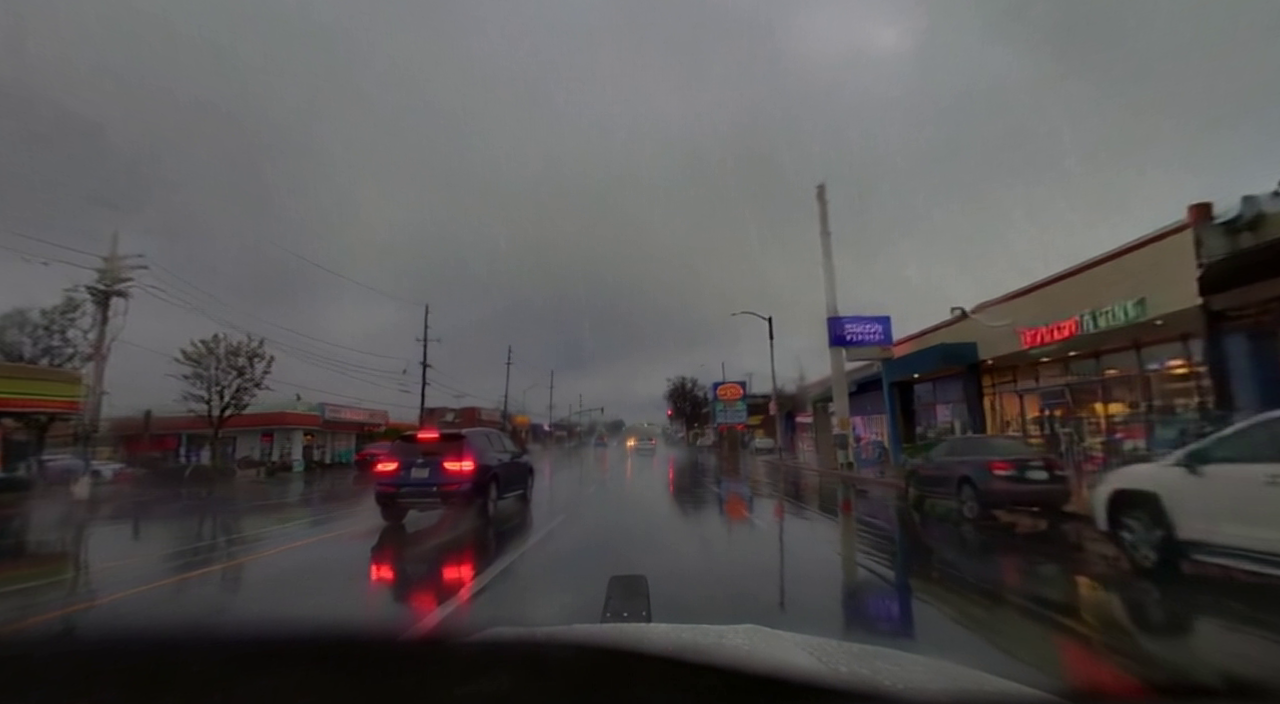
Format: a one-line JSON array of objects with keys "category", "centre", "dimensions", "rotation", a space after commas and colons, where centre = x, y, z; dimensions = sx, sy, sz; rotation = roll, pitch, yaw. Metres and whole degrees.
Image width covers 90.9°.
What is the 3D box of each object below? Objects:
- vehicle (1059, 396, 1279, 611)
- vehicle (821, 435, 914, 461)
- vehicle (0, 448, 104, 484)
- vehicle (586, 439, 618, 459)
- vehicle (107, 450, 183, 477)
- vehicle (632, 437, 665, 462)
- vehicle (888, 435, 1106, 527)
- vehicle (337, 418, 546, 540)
[{"category": "vehicle", "centre": [6.481, 1.304, 5.503], "dimensions": [2.129, 1.802, 5.084], "rotation": [0, -9, 0]}, {"category": "vehicle", "centre": [13.449, 5.703, 37.411], "dimensions": [4.707, 1.485, 1.948], "rotation": [0, -9, -2]}, {"category": "vehicle", "centre": [-31.025, 5.958, 33.130], "dimensions": [4.589, 1.779, 2.154], "rotation": [-3, -9, 20]}, {"category": "vehicle", "centre": [-2.809, 7.270, 47.277], "dimensions": [1.950, 1.450, 4.257], "rotation": [-1, -9, 2]}, {"category": "vehicle", "centre": [-32.318, 7.275, 41.130], "dimensions": [4.435, 1.483, 1.990], "rotation": [-5, -8, 23]}, {"category": "vehicle", "centre": [0.573, 6.351, 41.124], "dimensions": [2.037, 1.484, 4.073], "rotation": [0, -9, 0]}, {"category": "vehicle", "centre": [6.728, 2.444, 12.513], "dimensions": [1.896, 1.497, 4.032], "rotation": [0, -9, -1]}, {"category": "vehicle", "centre": [-3.052, 2.076, 10.912], "dimensions": [2.049, 1.646, 4.445], "rotation": [-1, -9, 2]}]
